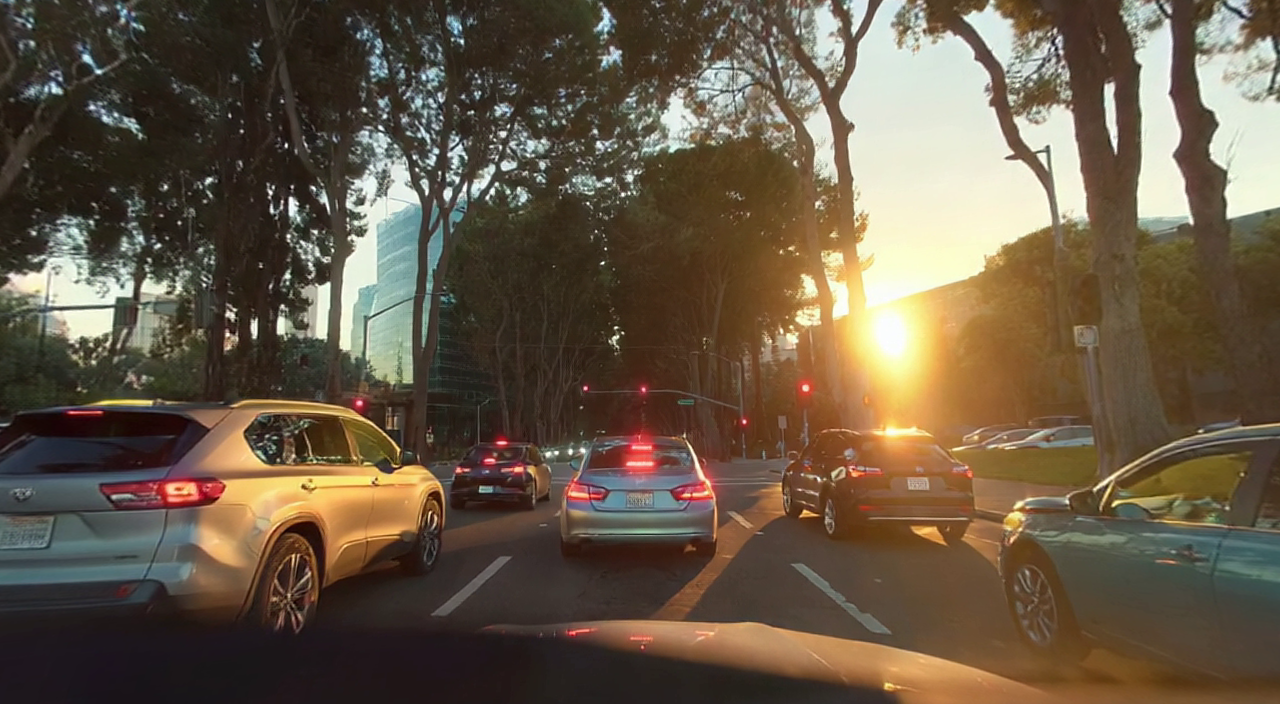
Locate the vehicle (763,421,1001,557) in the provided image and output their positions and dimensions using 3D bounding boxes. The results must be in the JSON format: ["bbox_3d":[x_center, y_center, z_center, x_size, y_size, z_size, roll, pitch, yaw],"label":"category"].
[{"bbox_3d":[3.418,2.014,10.018,2.040,1.647,4.379,0,-9,0],"label":"vehicle"}]

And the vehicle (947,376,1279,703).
[{"bbox_3d":[3.323,0.961,2.828,1.899,1.588,3.888,0,-9,0],"label":"vehicle"}]

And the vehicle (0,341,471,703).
[{"bbox_3d":[-3.145,1.165,5.073,2.168,1.750,4.625,-1,-9,1],"label":"vehicle"}]

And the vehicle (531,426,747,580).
[{"bbox_3d":[-0.038,1.801,8.325,2.147,1.507,3.953,0,-8,-1],"label":"vehicle"}]
